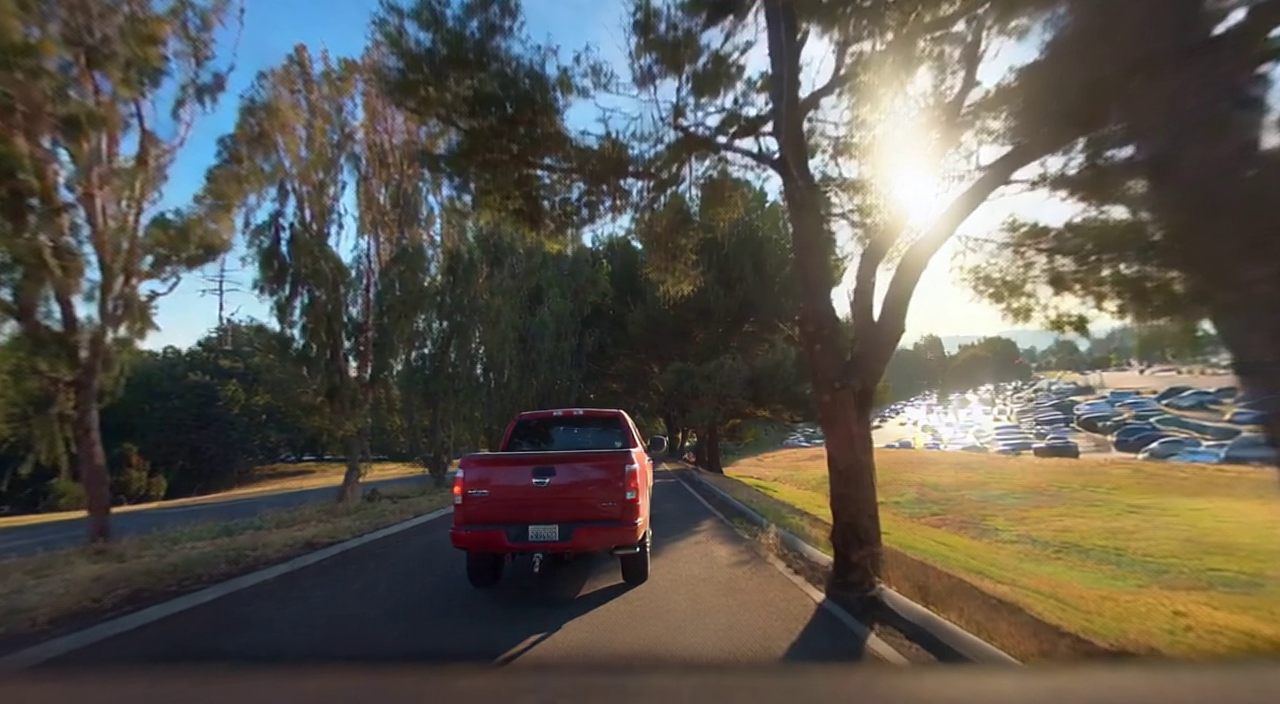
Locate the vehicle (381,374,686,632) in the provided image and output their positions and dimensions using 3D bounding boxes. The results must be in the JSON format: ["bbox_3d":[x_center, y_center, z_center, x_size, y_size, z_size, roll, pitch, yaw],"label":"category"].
[{"bbox_3d":[-0.684,1.435,7.070,2.157,1.816,5.039,0,-8,2],"label":"vehicle"}]

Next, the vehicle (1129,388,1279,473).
[{"bbox_3d":[11.882,1.417,11.474,4.298,1.392,1.944,-1,-8,2],"label":"vehicle"}]
